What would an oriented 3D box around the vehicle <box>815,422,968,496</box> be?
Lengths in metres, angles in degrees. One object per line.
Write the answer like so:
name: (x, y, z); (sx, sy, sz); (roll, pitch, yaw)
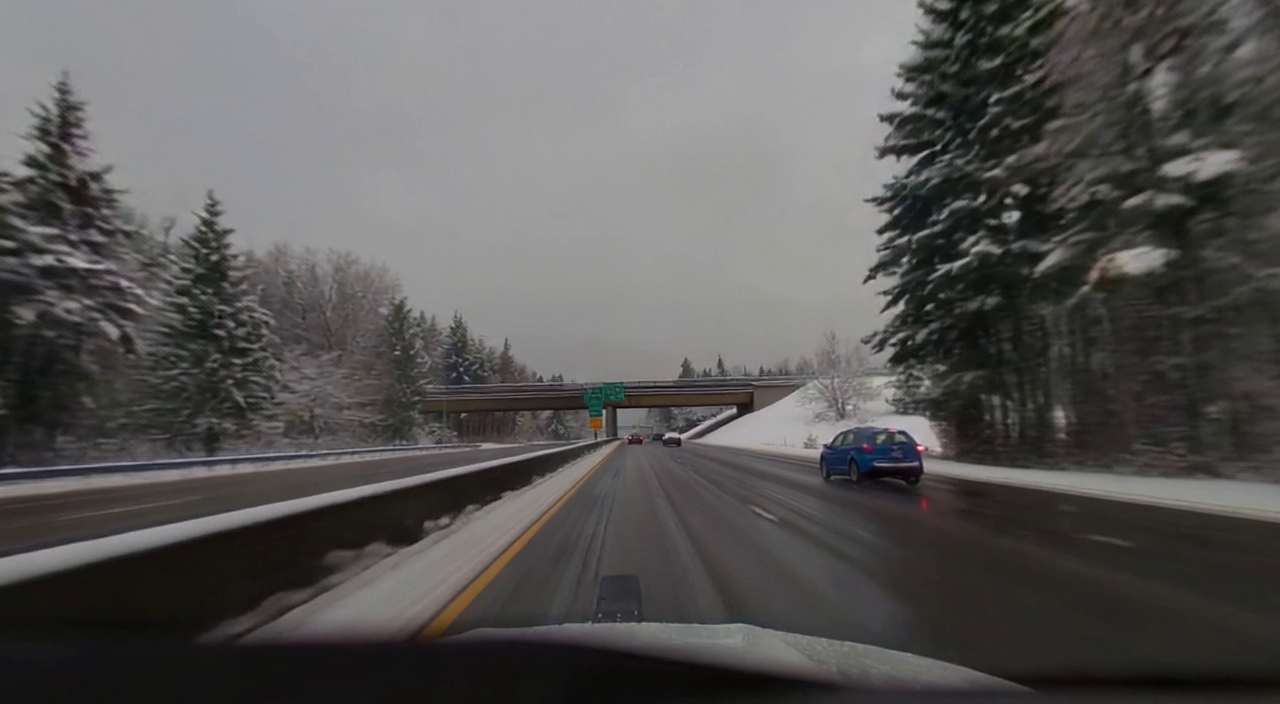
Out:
vehicle: (6.008, 2.577, 15.686); (1.940, 1.578, 4.122); (0, -8, -3)
